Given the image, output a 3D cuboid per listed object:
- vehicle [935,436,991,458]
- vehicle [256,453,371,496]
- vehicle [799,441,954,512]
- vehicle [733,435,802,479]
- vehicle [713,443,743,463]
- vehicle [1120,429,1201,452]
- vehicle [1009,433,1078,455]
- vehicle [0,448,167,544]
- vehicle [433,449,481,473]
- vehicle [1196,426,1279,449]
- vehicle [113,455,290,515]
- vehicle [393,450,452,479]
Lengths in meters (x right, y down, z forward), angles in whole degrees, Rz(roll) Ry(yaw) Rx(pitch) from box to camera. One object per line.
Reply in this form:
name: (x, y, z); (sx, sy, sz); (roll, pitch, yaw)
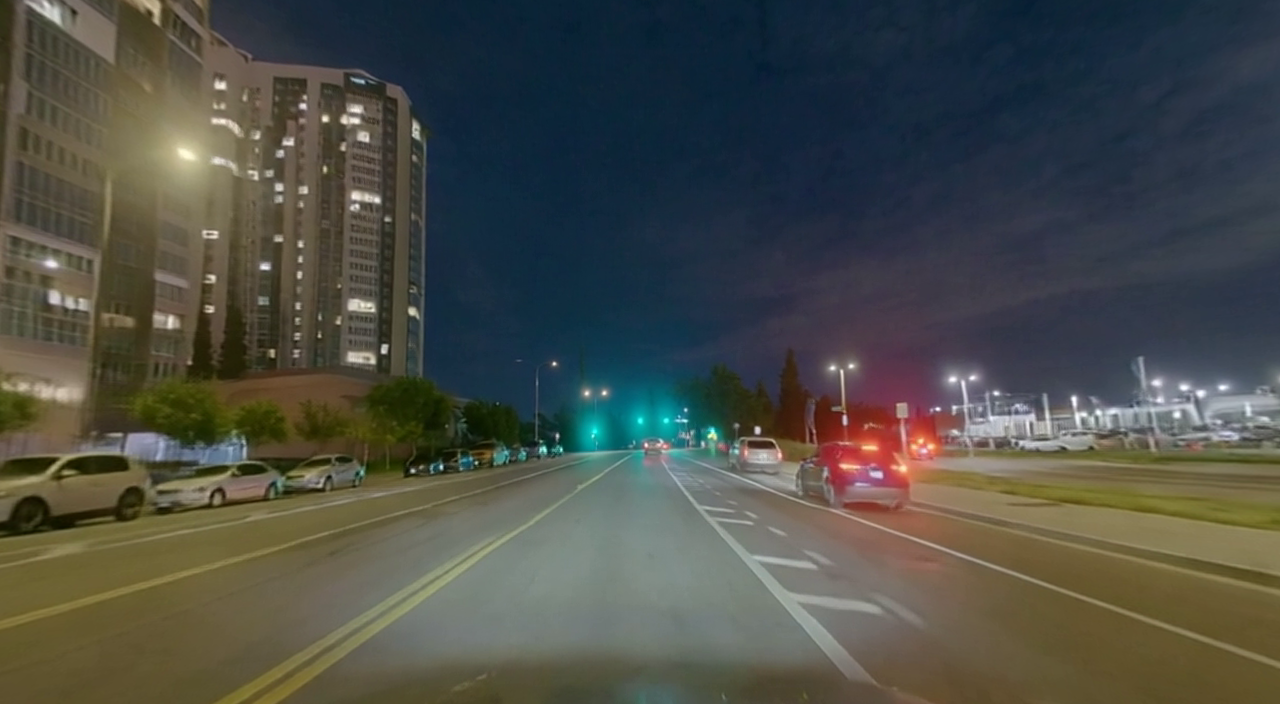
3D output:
vehicle: (22.884, 6.750, 44.901); (1.797, 1.425, 3.794); (0, -8, -2)
vehicle: (-12.574, 4.719, 24.748); (1.889, 1.461, 4.608); (0, -8, 2)
vehicle: (5.449, 2.897, 15.277); (2.085, 1.466, 4.276); (0, -8, 0)
vehicle: (5.694, 4.769, 29.065); (2.102, 1.781, 5.470); (0, -8, 1)
vehicle: (6.788, 7.782, 48.912); (1.947, 1.487, 4.549); (0, -8, 4)
vehicle: (36.740, 6.285, 44.760); (1.780, 1.479, 4.556); (0, -8, -1)
vehicle: (28.536, 6.546, 44.859); (1.790, 1.460, 4.515); (0, -8, -2)
vehicle: (-12.606, 2.900, 13.386); (1.908, 1.694, 4.306); (0, -8, -3)
vehicle: (-12.204, 7.265, 42.364); (1.723, 1.418, 4.359); (0, -8, 2)
vehicle: (42.027, 6.084, 44.575); (1.793, 1.525, 4.157); (0, -8, 2)
vehicle: (-12.688, 3.833, 18.746); (1.779, 1.433, 4.633); (0, -8, 2)
vehicle: (-12.211, 6.285, 35.686); (1.926, 1.499, 3.869); (0, -8, 1)
